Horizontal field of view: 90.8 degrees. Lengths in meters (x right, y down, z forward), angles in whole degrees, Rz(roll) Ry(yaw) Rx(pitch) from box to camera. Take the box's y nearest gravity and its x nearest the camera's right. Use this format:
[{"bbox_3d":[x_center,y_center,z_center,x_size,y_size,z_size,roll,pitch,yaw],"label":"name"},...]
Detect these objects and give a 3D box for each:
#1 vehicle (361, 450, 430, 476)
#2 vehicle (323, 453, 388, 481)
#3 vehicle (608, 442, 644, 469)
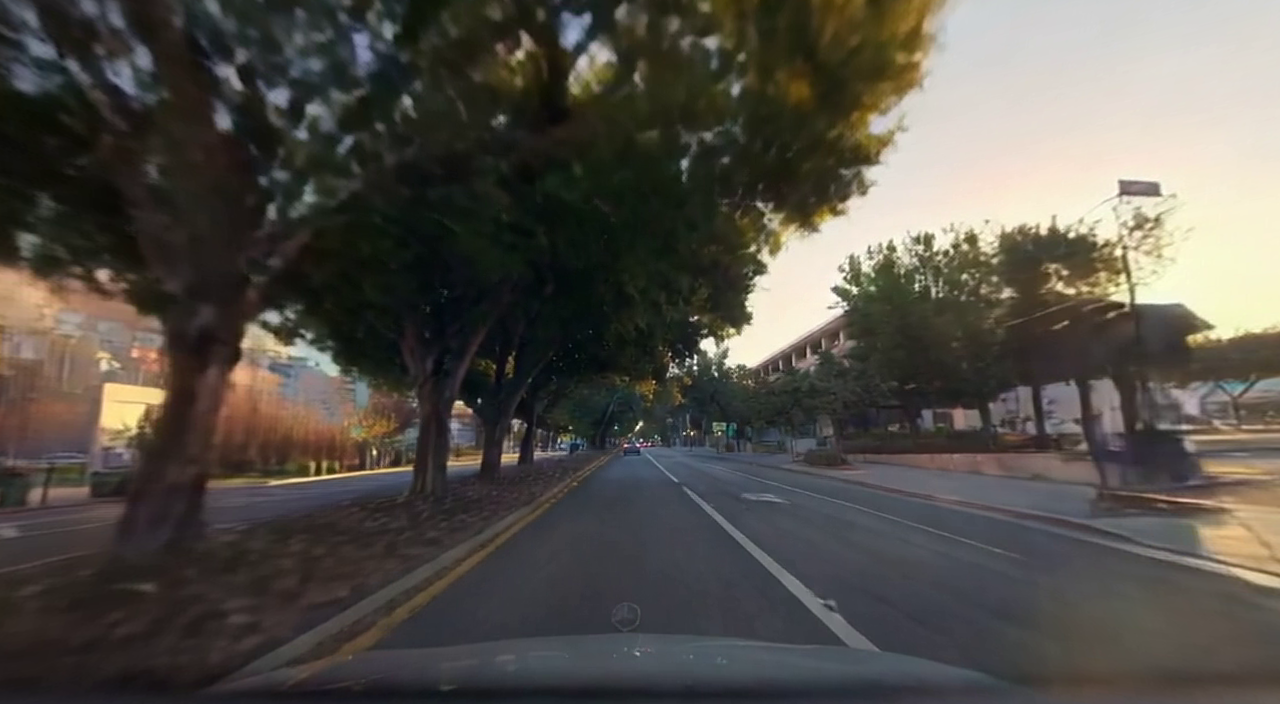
[{"bbox_3d":[-15.921,7.264,41.514,2.098,1.524,5.102,-1,-9,6],"label":"vehicle"},{"bbox_3d":[-16.135,6.528,36.081,1.792,1.413,4.452,0,-9,-2],"label":"vehicle"},{"bbox_3d":[-0.875,6.201,37.914,2.045,1.510,3.690,0,-9,-2],"label":"vehicle"}]
